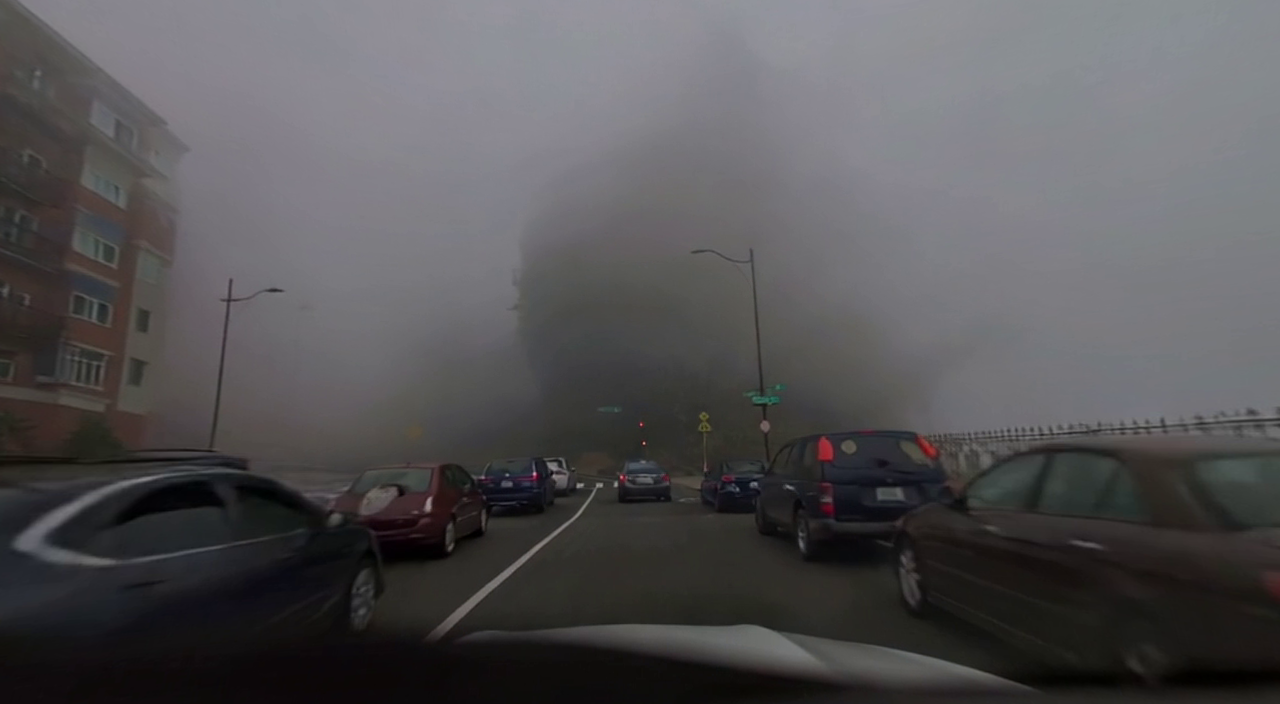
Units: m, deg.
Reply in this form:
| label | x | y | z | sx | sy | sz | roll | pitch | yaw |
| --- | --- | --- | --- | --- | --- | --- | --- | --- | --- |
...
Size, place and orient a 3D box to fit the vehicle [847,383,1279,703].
| label | x | y | z | sx | sy | sz | roll | pitch | yaw |
| --- | --- | --- | --- | --- | --- | --- | --- | --- | --- |
| vehicle | 2.951 | 1.147 | 3.841 | 1.933 | 1.501 | 4.349 | 0 | -9 | 1 |

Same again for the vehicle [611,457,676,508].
| label | x | y | z | sx | sy | sz | roll | pitch | yaw |
| --- | --- | --- | --- | --- | --- | --- | --- | --- | --- |
| vehicle | 0.049 | 4.362 | 21.478 | 2.026 | 1.496 | 3.701 | 0 | -9 | -2 |

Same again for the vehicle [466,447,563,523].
| label | x | y | z | sx | sy | sz | roll | pitch | yaw |
| --- | --- | --- | --- | --- | --- | --- | --- | --- | --- |
| vehicle | -2.979 | 3.191 | 15.580 | 1.778 | 1.638 | 3.059 | 0 | -9 | -1 |

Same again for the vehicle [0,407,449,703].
| label | x | y | z | sx | sy | sz | roll | pitch | yaw |
| --- | --- | --- | --- | --- | --- | --- | --- | --- | --- |
| vehicle | -2.760 | 1.158 | 3.357 | 2.109 | 1.477 | 4.509 | 0 | -9 | -1 |
